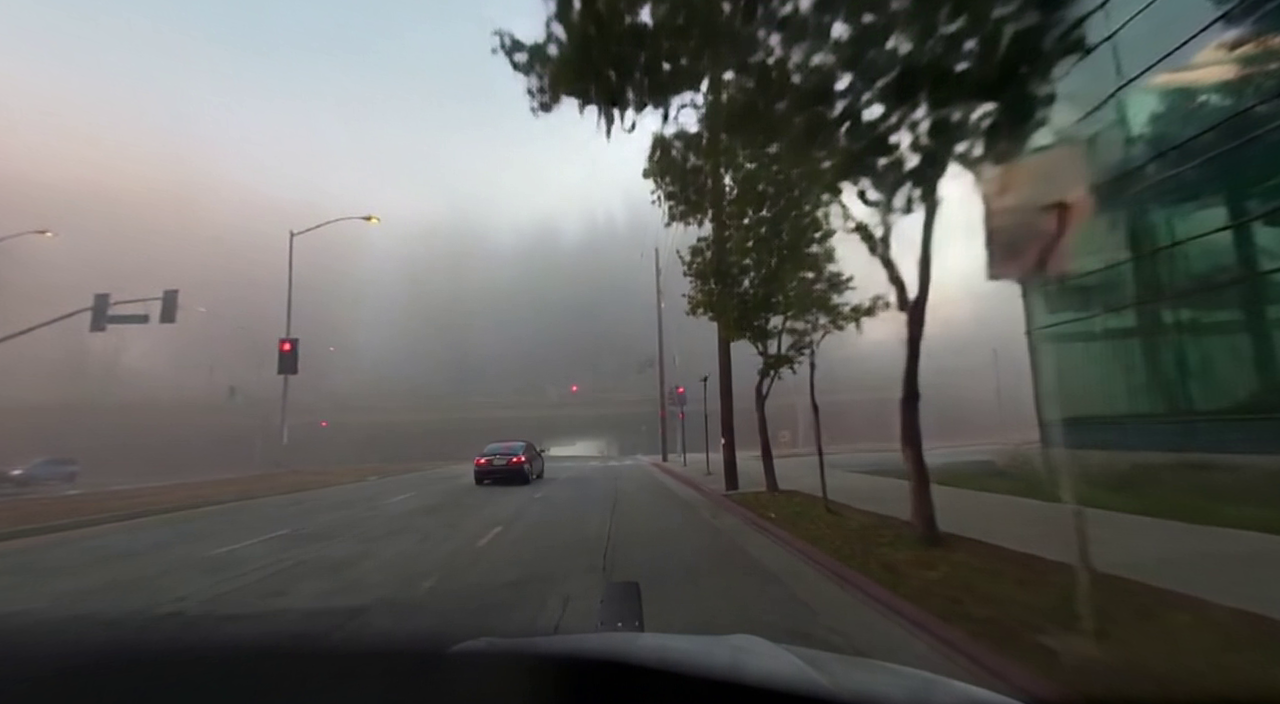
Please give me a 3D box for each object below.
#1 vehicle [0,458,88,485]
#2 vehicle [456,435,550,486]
[{"bbox_3d":[-36.606,7.159,37.943,4.708,1.466,2.085,1,-9,-8],"label":"vehicle"},{"bbox_3d":[-4.325,3.507,20.783,2.154,1.465,4.532,0,-8,-1],"label":"vehicle"}]
